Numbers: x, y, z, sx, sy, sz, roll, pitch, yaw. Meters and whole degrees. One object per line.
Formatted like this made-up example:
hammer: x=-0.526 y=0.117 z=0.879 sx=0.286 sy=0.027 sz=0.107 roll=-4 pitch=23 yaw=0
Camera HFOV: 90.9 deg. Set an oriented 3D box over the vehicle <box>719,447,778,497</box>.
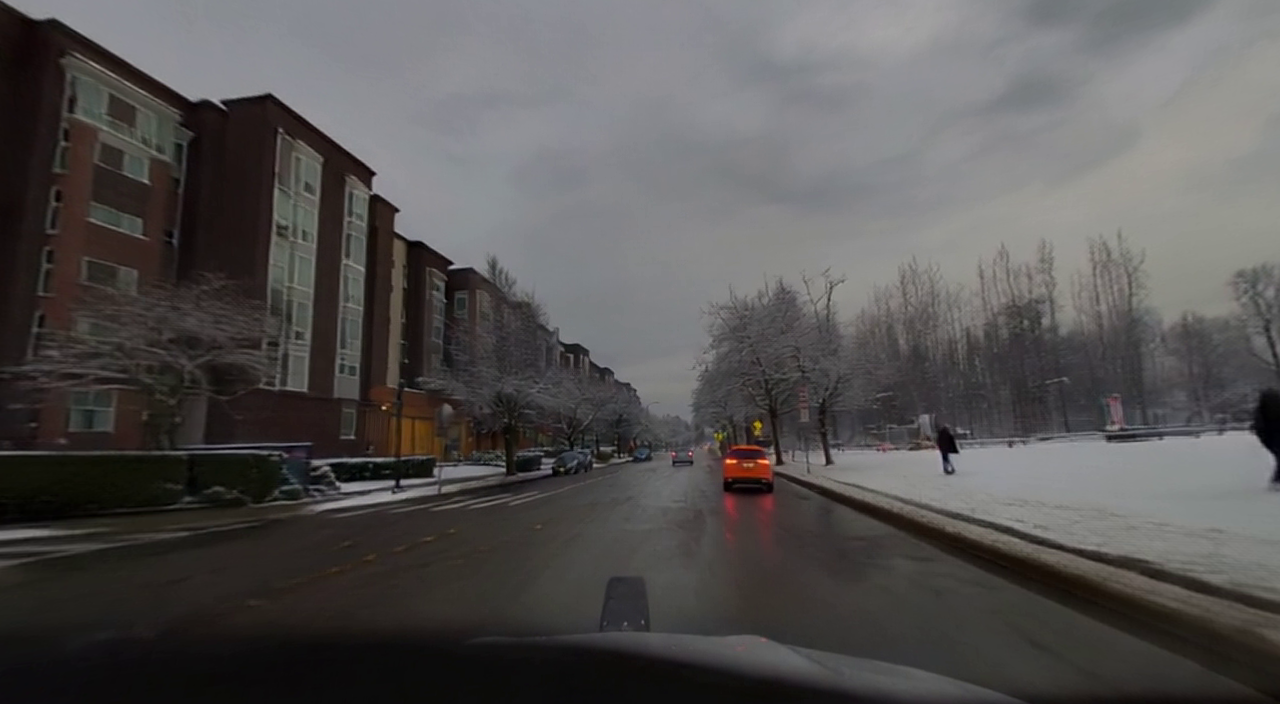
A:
vehicle: x=3.388 y=3.794 z=20.053 sx=1.559 sy=1.351 sz=2.452 roll=-5 pitch=-10 yaw=5
